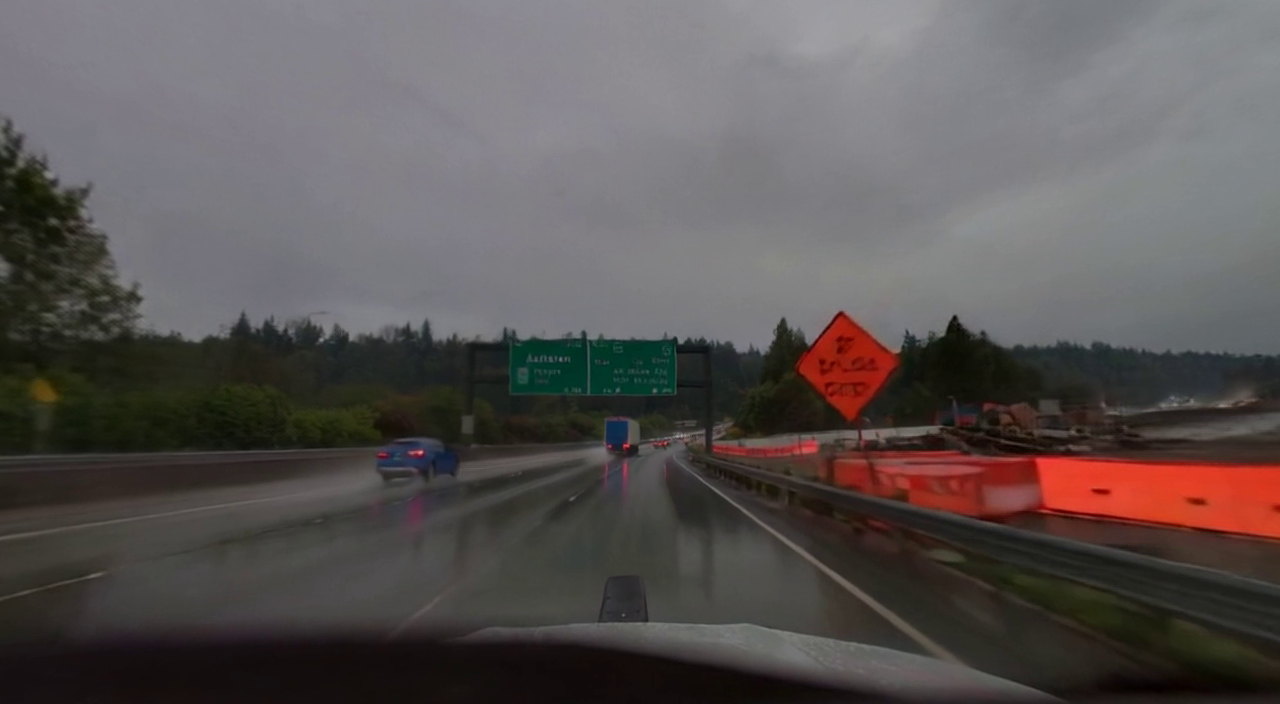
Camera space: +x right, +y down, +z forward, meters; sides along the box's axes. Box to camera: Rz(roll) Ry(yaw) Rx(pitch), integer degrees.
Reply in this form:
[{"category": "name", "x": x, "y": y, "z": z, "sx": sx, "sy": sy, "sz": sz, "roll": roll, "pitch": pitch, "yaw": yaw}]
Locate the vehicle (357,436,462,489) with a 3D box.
[{"category": "vehicle", "x": -7.446, "y": 3.631, "z": 20.860, "sx": 1.893, "sy": 1.566, "sz": 4.051, "roll": 0, "pitch": -9, "yaw": 1}]
